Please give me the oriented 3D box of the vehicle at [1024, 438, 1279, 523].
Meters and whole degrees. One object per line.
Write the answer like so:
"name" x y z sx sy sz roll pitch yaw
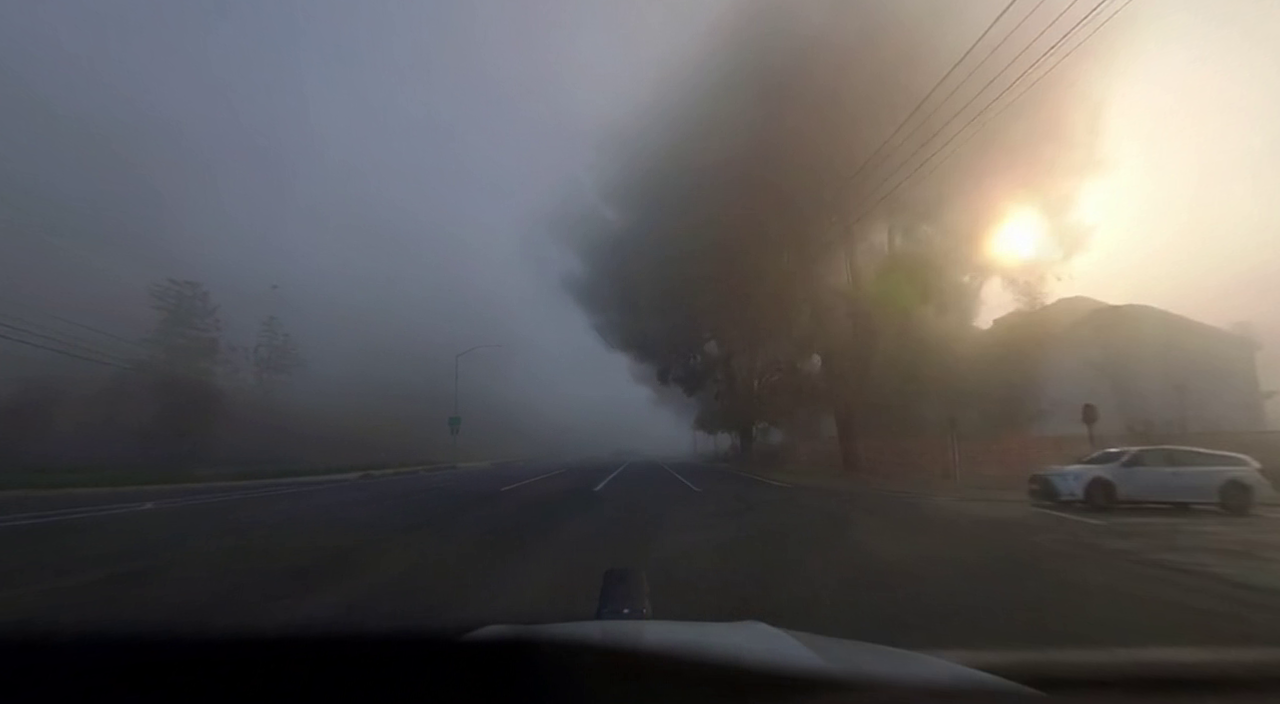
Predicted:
"vehicle" 11.018 2.626 13.272 4.565 1.600 2.023 1 -9 -5
